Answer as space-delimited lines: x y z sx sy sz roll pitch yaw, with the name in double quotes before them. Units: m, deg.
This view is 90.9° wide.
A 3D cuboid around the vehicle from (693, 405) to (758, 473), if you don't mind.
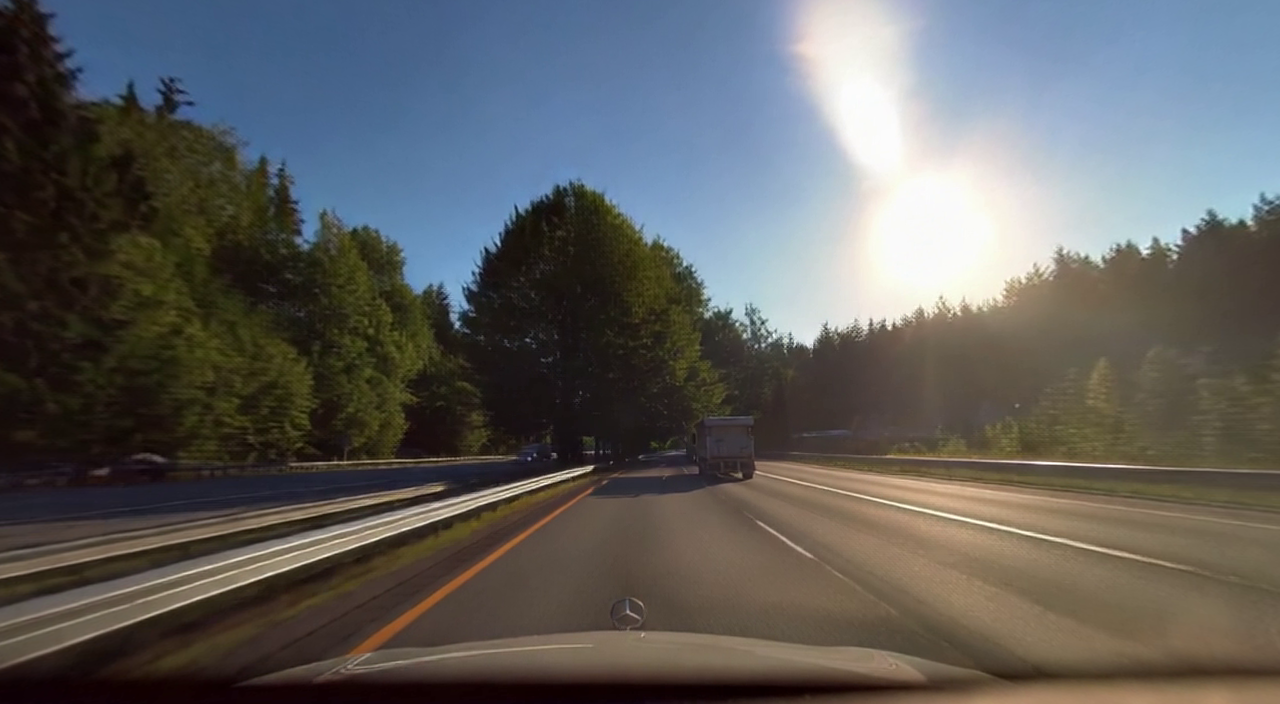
"vehicle" 5.663 6.264 44.400 2.859 3.984 14.045 0 -9 1
